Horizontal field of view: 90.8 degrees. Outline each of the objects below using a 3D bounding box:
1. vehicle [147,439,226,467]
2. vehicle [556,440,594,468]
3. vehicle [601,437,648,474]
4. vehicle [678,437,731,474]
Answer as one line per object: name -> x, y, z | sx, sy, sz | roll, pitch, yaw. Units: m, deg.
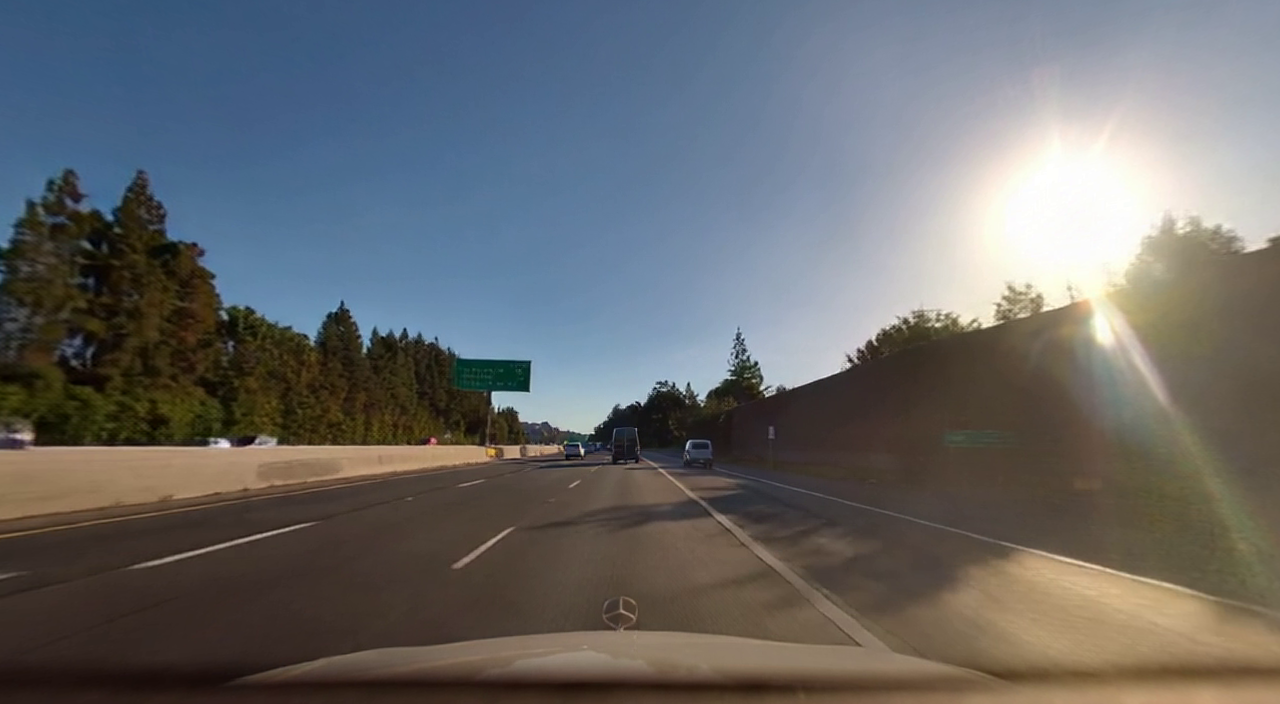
vehicle -> -25.340, 5.639, 35.432 | 1.839, 1.462, 3.514 | 0, -8, -1
vehicle -> -4.186, 6.642, 41.457 | 2.023, 1.709, 4.263 | 0, -8, 0
vehicle -> -0.787, 5.336, 32.759 | 2.297, 1.783, 4.355 | 0, -8, -1
vehicle -> 3.251, 5.339, 32.870 | 2.160, 1.759, 4.214 | 0, -8, -2
